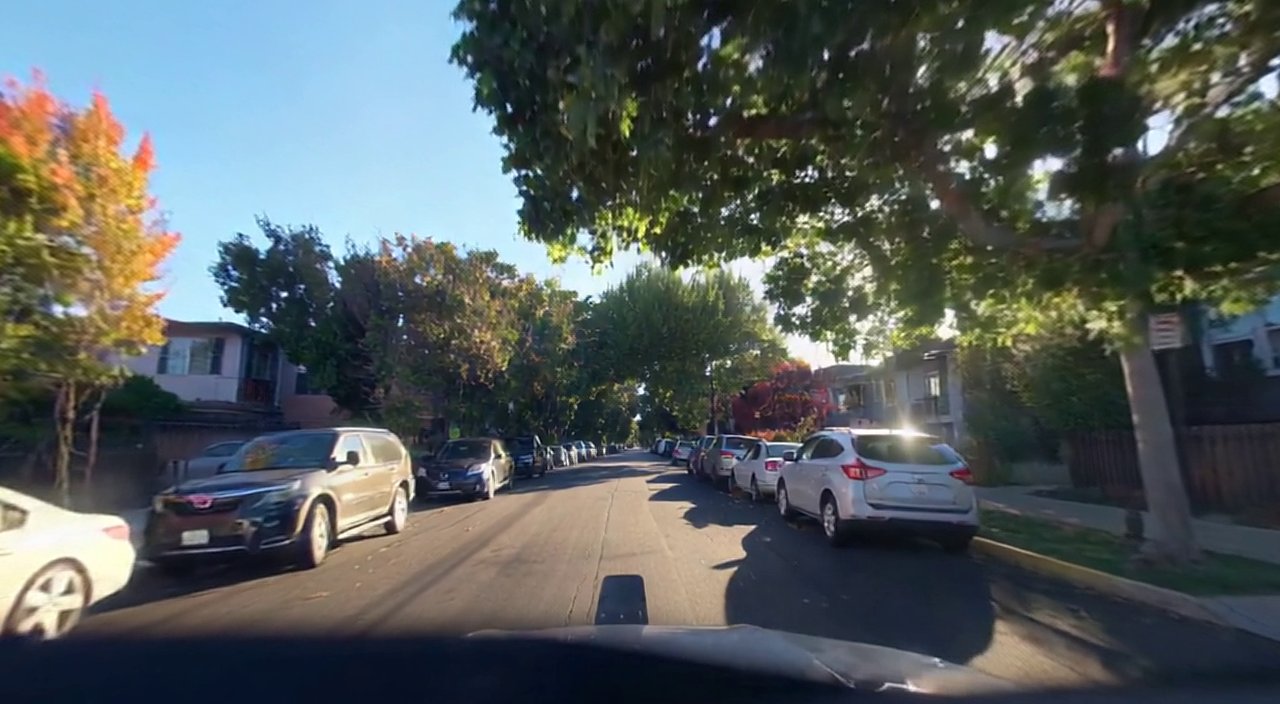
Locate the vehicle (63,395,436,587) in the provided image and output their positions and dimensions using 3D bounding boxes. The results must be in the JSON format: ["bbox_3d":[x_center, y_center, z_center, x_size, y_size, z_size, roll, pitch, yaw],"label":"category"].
[{"bbox_3d":[-5.219,1.935,9.796,2.390,2.123,5.371,0,-8,-1],"label":"vehicle"}]

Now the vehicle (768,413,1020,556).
[{"bbox_3d":[3.547,1.950,10.027,1.994,1.710,4.699,0,-8,-1],"label":"vehicle"}]

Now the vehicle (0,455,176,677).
[{"bbox_3d":[-5.245,1.352,3.538,1.858,1.456,4.587,0,-8,-1],"label":"vehicle"}]

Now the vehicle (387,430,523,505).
[{"bbox_3d":[-5.299,3.398,19.137,2.683,1.923,5.421,0,-8,-3],"label":"vehicle"}]
